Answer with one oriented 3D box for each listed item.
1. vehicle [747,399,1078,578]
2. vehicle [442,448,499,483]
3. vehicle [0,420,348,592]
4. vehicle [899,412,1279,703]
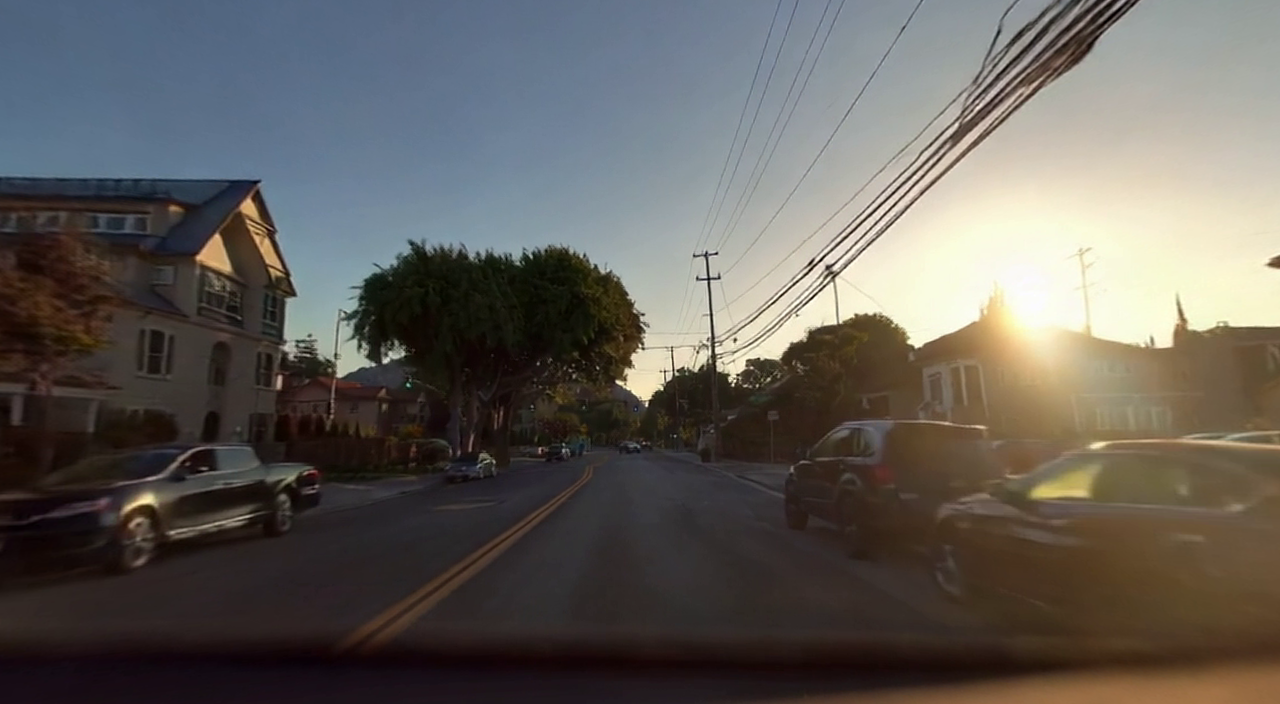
[{"bbox_3d":[3.271,1.810,9.365,2.202,1.805,5.756,0,-8,-1],"label":"vehicle"},{"bbox_3d":[-7.690,5.155,29.051,1.902,1.456,4.451,1,-8,-7],"label":"vehicle"},{"bbox_3d":[-6.784,2.035,9.471,2.151,1.789,5.482,0,-8,0],"label":"vehicle"},{"bbox_3d":[3.321,1.120,3.467,1.869,1.453,4.237,0,-8,-2],"label":"vehicle"}]
